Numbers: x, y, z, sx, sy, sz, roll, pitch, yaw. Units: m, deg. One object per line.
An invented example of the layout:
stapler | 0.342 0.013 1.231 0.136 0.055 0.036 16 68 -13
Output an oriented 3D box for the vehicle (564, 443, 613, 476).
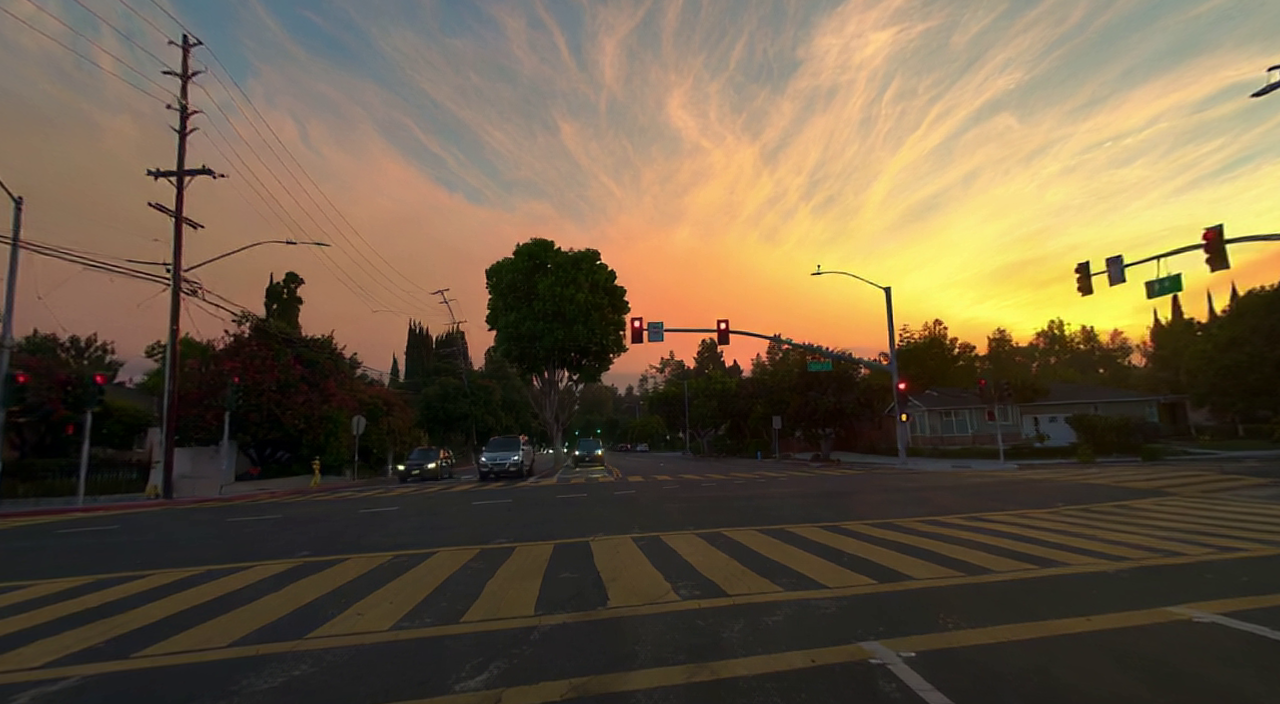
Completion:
vehicle | -2.419 5.215 30.925 2.174 1.477 4.805 0 -9 -2

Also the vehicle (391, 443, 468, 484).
vehicle | -10.173 5.390 30.983 2.241 1.819 4.690 0 -9 -1

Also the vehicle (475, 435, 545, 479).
vehicle | -6.400 5.226 31.763 2.479 1.977 5.254 0 -9 -1
